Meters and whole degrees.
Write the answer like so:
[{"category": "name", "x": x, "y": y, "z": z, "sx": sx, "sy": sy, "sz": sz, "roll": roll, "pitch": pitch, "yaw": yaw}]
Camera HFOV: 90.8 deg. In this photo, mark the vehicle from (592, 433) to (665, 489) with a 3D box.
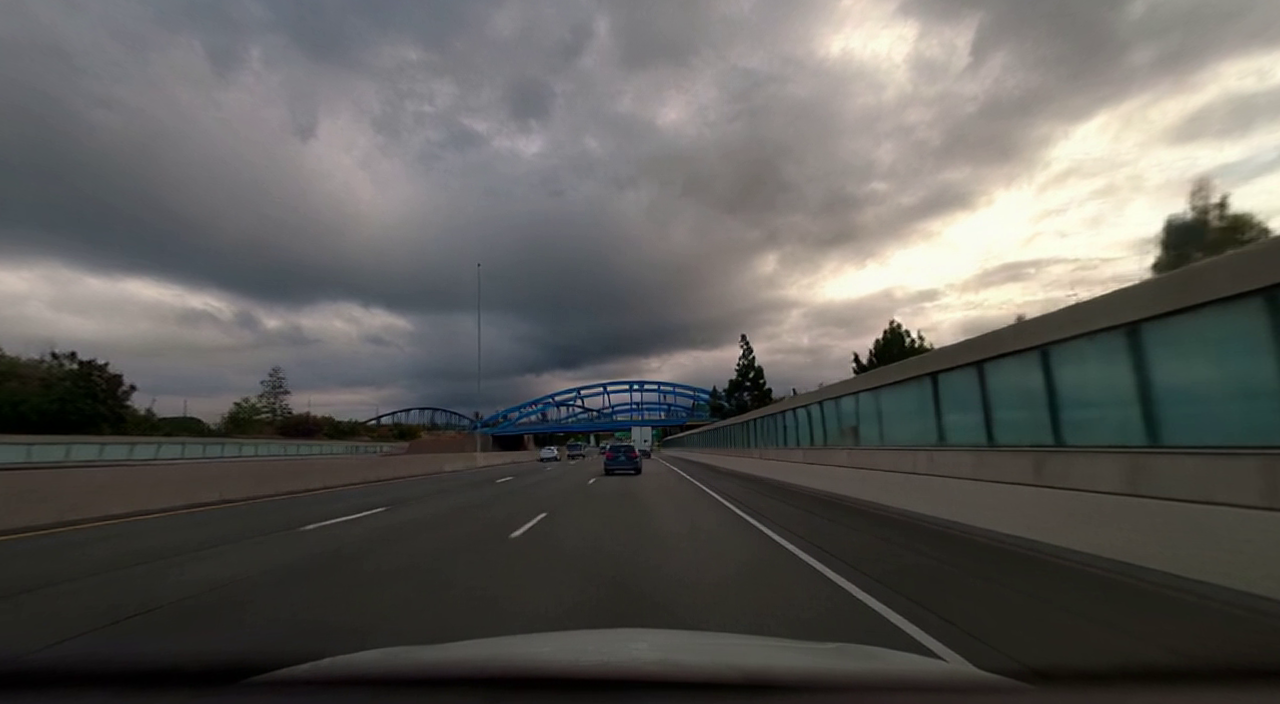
[{"category": "vehicle", "x": -0.323, "y": 3.814, "z": 22.326, "sx": 2.299, "sy": 1.716, "sz": 4.579, "roll": -1, "pitch": -9, "yaw": 1}]
